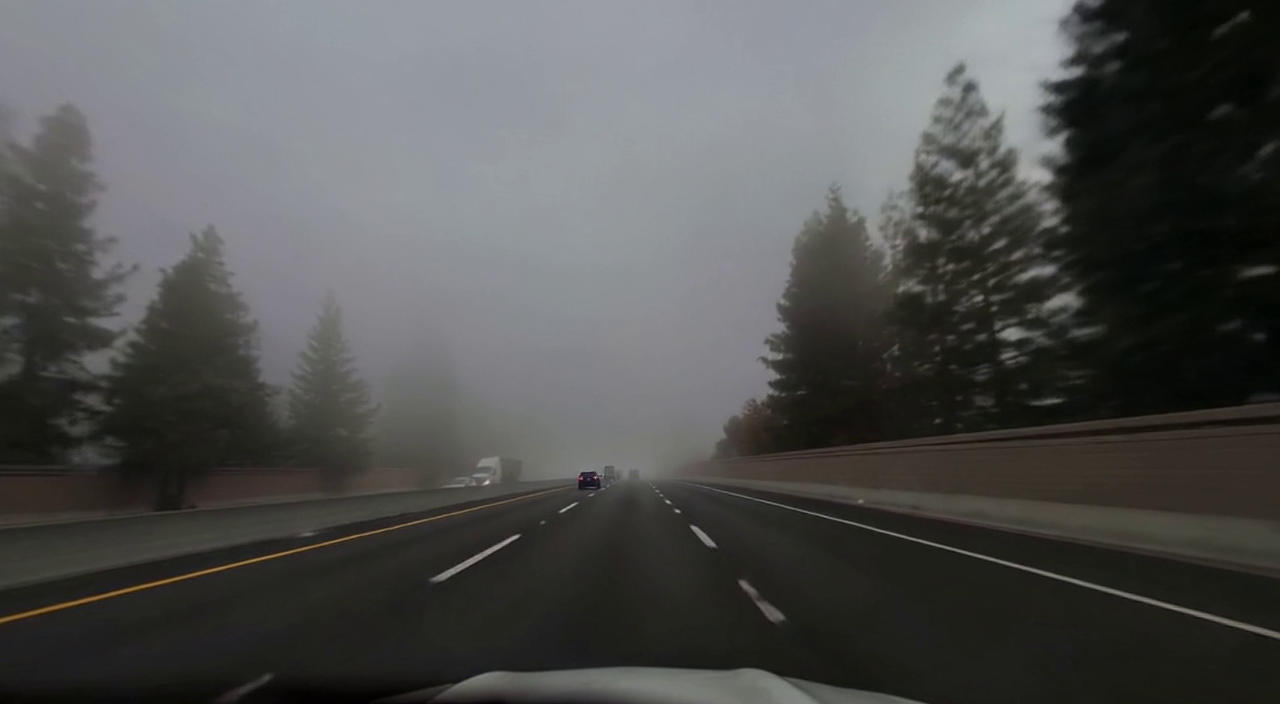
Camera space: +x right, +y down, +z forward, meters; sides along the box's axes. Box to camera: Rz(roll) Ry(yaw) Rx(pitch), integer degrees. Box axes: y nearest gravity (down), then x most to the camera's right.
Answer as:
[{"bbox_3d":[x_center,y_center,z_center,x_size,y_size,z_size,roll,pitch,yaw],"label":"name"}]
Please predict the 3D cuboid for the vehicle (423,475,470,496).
[{"bbox_3d":[-14.851,10.296,48.688,2.025,1.444,4.483,0,-10,2],"label":"vehicle"}]

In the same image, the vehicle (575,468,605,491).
[{"bbox_3d":[-3.582,9.212,45.639,1.863,1.486,3.852,1,-10,-1],"label":"vehicle"}]
